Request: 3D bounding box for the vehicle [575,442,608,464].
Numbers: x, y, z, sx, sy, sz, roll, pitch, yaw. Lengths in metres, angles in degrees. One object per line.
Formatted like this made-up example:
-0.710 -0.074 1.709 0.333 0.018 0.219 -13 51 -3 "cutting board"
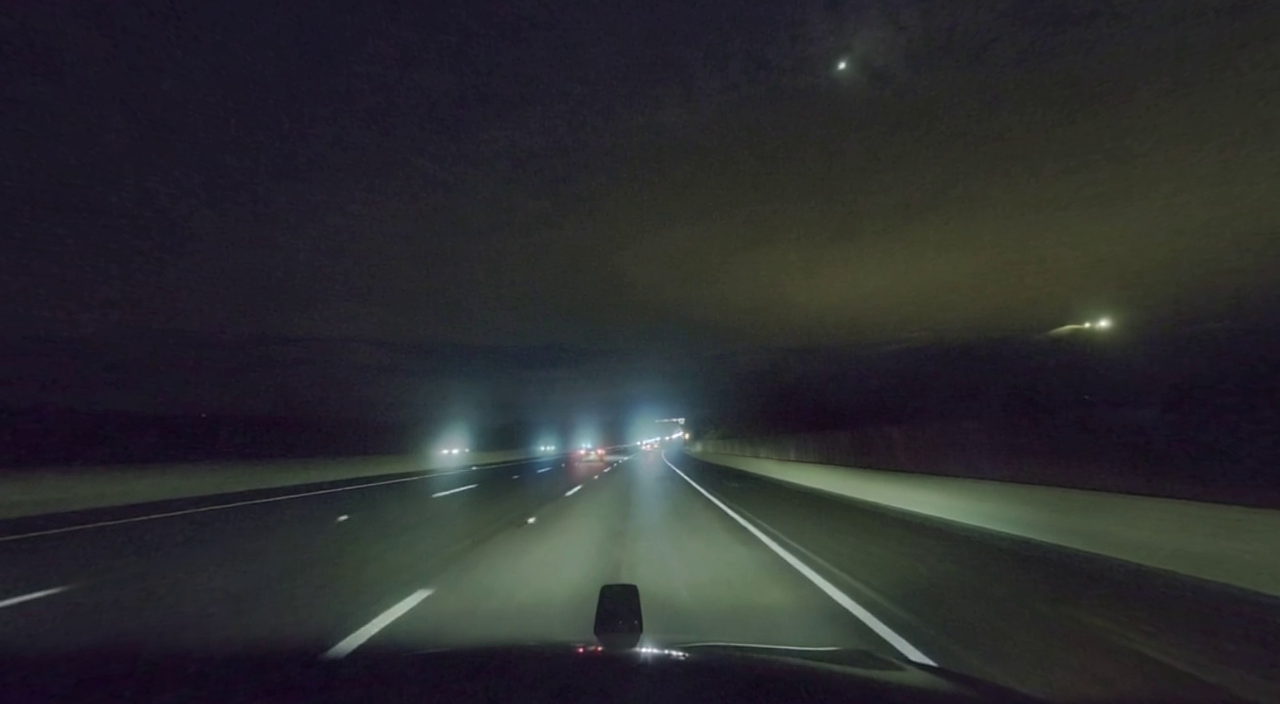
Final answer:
-3.608 7.619 47.294 1.961 1.540 4.487 -1 -9 2 "vehicle"
